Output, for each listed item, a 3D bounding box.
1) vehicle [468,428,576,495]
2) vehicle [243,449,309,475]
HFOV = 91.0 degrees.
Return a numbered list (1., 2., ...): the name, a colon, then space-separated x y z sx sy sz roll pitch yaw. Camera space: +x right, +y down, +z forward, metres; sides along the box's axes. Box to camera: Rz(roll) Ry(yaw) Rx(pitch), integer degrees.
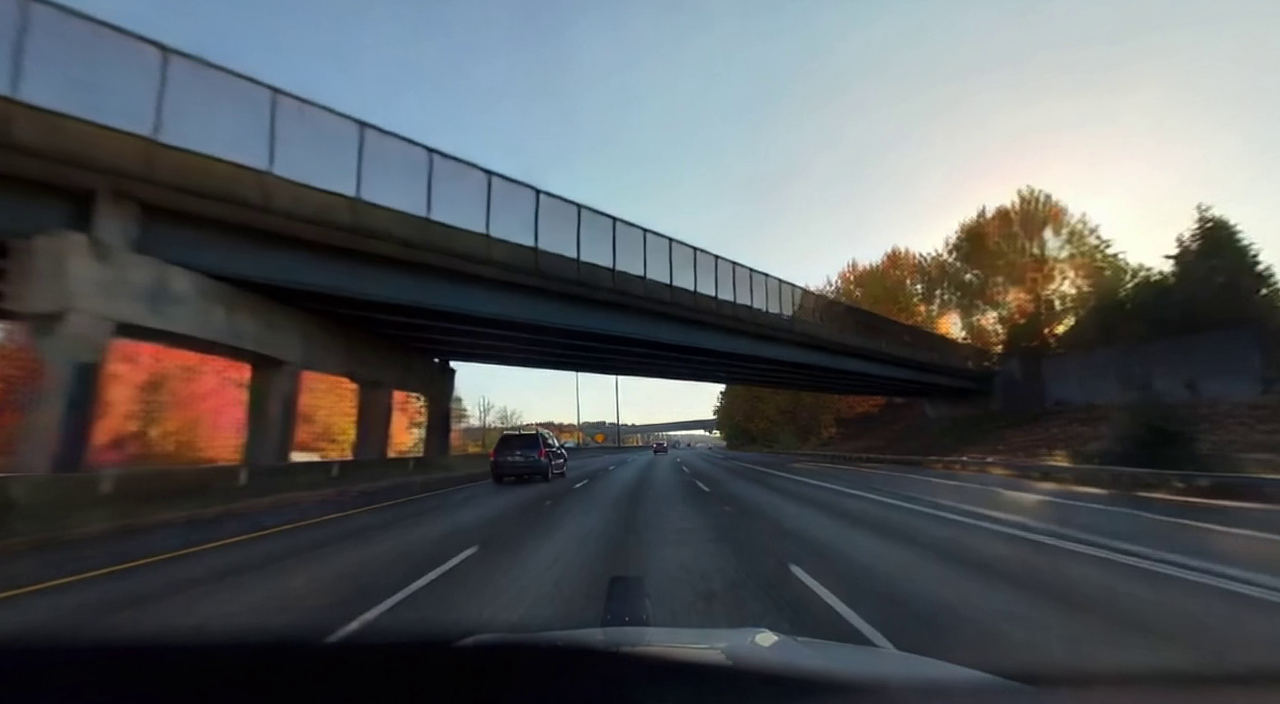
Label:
1. vehicle: -3.278 3.145 18.509 2.177 1.707 4.432 0 -8 2
2. vehicle: -22.468 6.779 38.982 1.791 1.495 3.671 -1 -8 3
